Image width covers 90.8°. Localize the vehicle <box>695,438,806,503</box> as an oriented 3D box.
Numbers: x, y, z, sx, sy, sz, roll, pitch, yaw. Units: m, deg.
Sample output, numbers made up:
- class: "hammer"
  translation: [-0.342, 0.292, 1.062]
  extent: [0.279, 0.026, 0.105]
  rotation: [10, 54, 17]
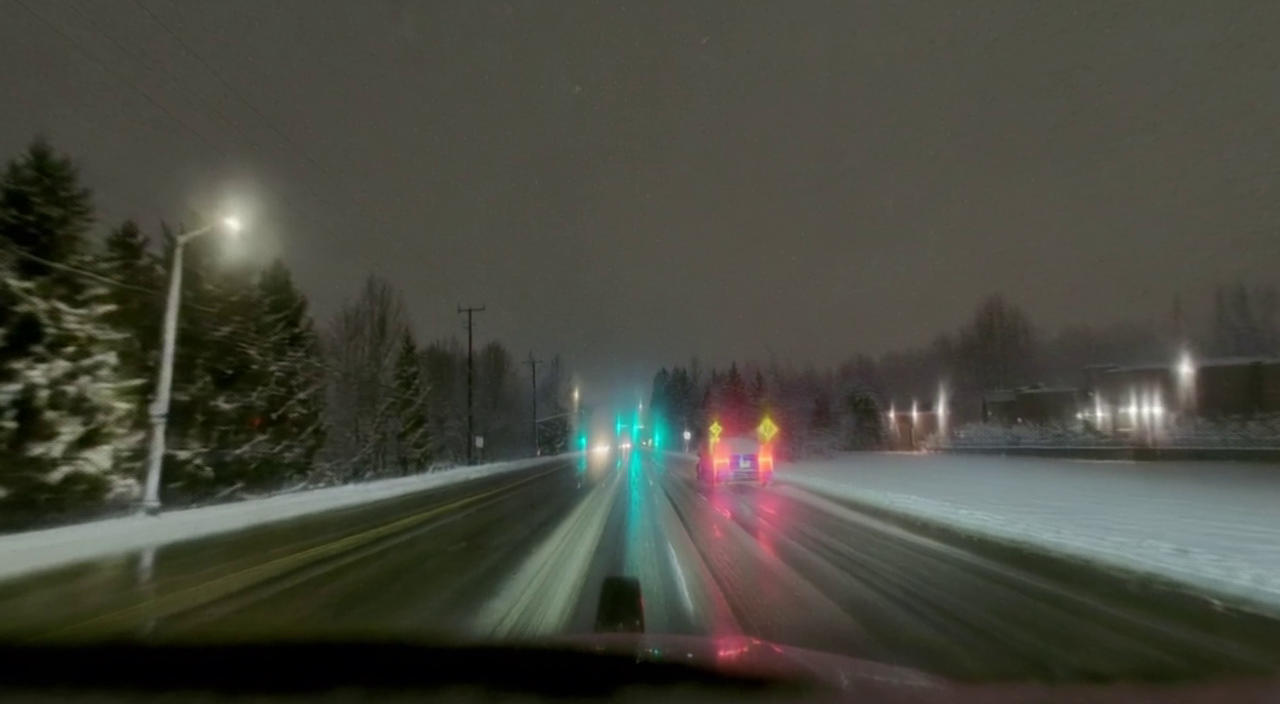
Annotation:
- class: "vehicle"
  translation: [2.721, 3.037, 16.679]
  extent: [2.042, 1.469, 4.470]
  rotation: [0, -8, -1]
